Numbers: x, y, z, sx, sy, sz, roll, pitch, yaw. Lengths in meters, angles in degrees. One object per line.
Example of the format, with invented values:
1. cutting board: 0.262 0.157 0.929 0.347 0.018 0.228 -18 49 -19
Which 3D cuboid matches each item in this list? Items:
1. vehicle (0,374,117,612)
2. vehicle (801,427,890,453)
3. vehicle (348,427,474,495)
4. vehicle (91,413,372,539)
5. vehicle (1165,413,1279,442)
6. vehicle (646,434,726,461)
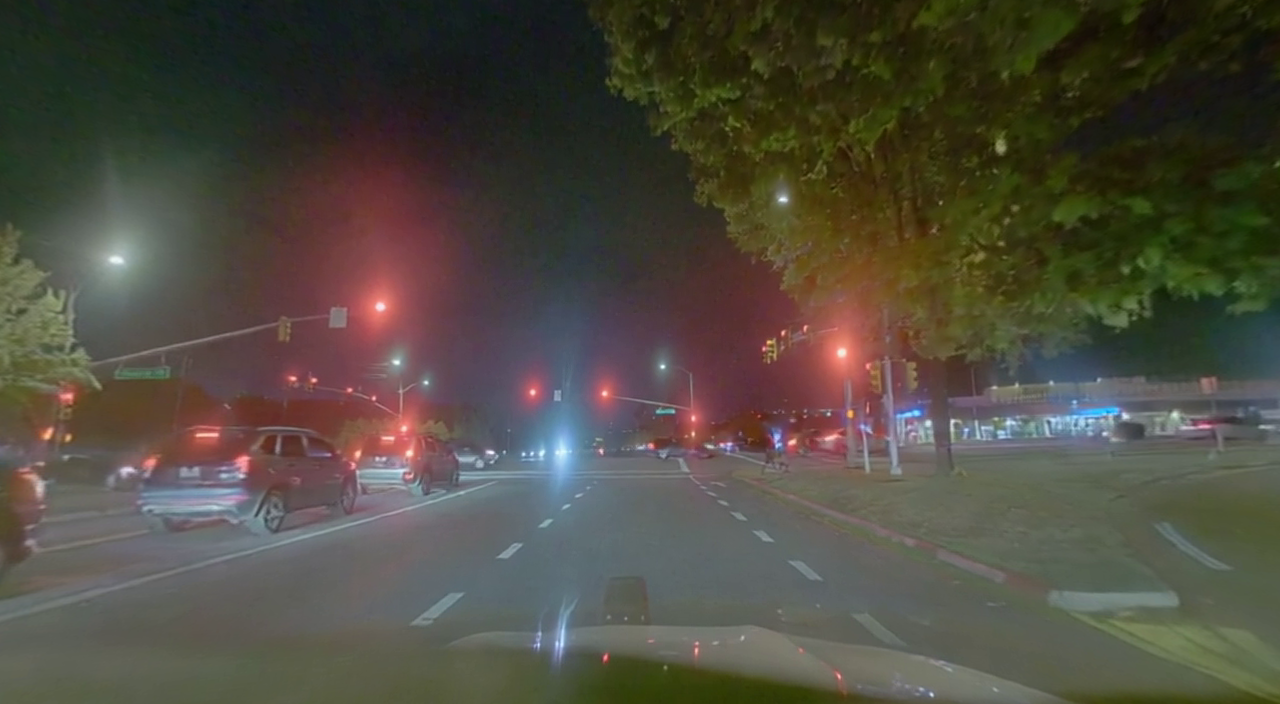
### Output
1. vehicle: -6.570 0.912 3.622 2.381 1.961 5.407 0 -9 1
2. vehicle: 12.487 5.428 38.631 4.836 1.508 1.875 -1 -9 6
3. vehicle: -6.412 3.143 18.311 1.785 1.678 4.729 0 -9 1
4. vehicle: -6.675 2.101 11.088 1.967 1.741 4.385 0 -9 0
5. vehicle: 34.042 4.439 36.931 4.568 1.605 1.886 -1 -9 5
6. vehicle: 2.610 5.436 35.864 4.429 1.489 1.773 -1 -9 6
